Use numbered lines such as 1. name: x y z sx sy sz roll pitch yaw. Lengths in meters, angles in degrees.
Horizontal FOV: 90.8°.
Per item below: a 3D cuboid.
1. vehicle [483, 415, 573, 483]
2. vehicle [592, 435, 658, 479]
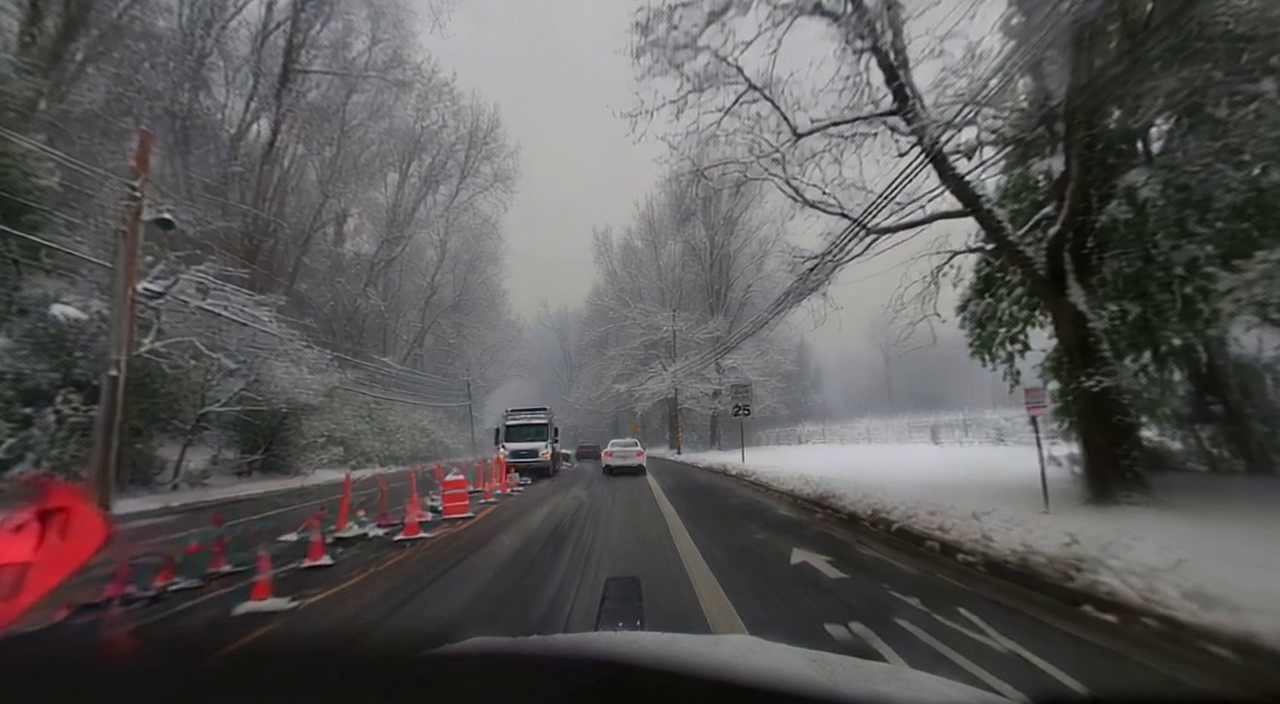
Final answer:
1. vehicle: -3.730 3.416 22.384 2.671 2.053 6.074 1 -9 -6
2. vehicle: -0.584 3.809 23.180 2.186 1.463 4.356 0 -8 -3
